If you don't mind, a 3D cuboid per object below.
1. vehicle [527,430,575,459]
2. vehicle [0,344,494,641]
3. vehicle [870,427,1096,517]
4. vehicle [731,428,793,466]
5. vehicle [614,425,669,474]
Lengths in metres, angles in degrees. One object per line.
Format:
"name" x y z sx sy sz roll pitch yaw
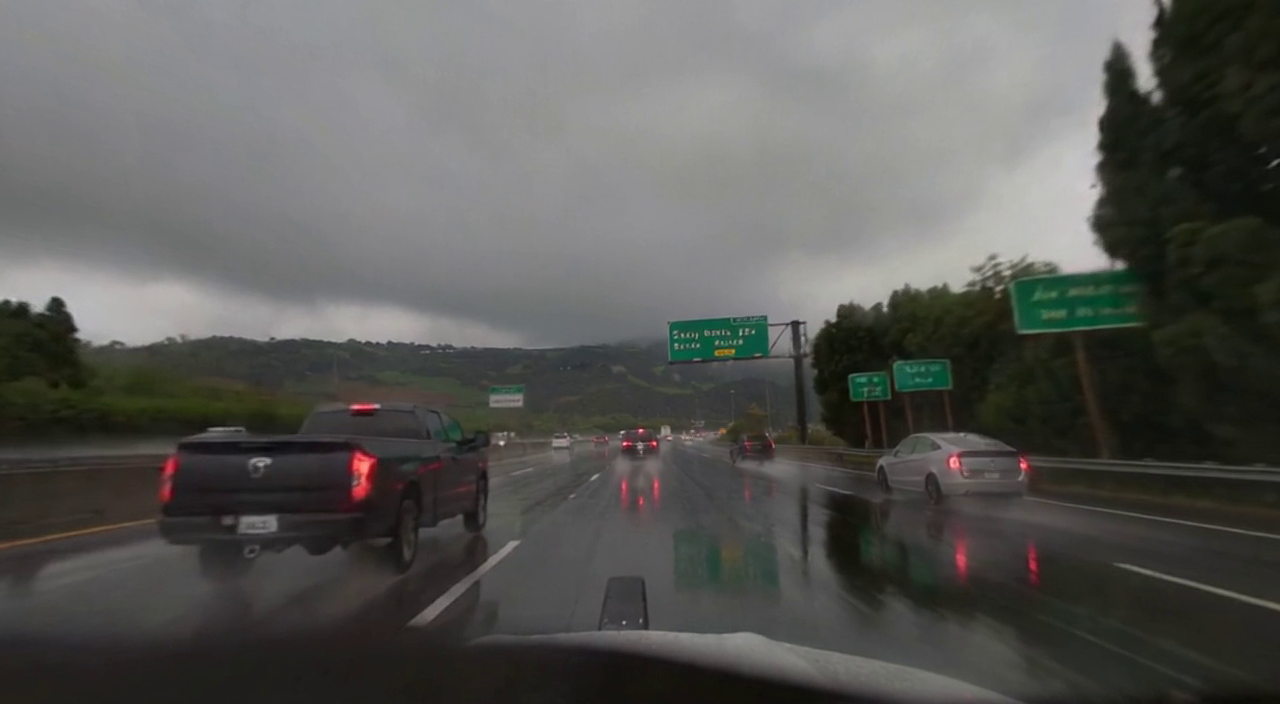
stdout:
"vehicle" -6.002 6.361 43.205 2.238 1.837 5.979 -1 -8 2
"vehicle" -3.452 1.352 7.198 2.316 1.999 5.765 0 -8 -1
"vehicle" 6.446 2.298 12.576 1.998 1.456 4.338 0 -8 -1
"vehicle" 6.136 4.853 32.258 2.067 1.775 4.372 0 -8 -3
"vehicle" 0.068 3.902 25.428 2.052 1.808 3.898 0 -8 0
